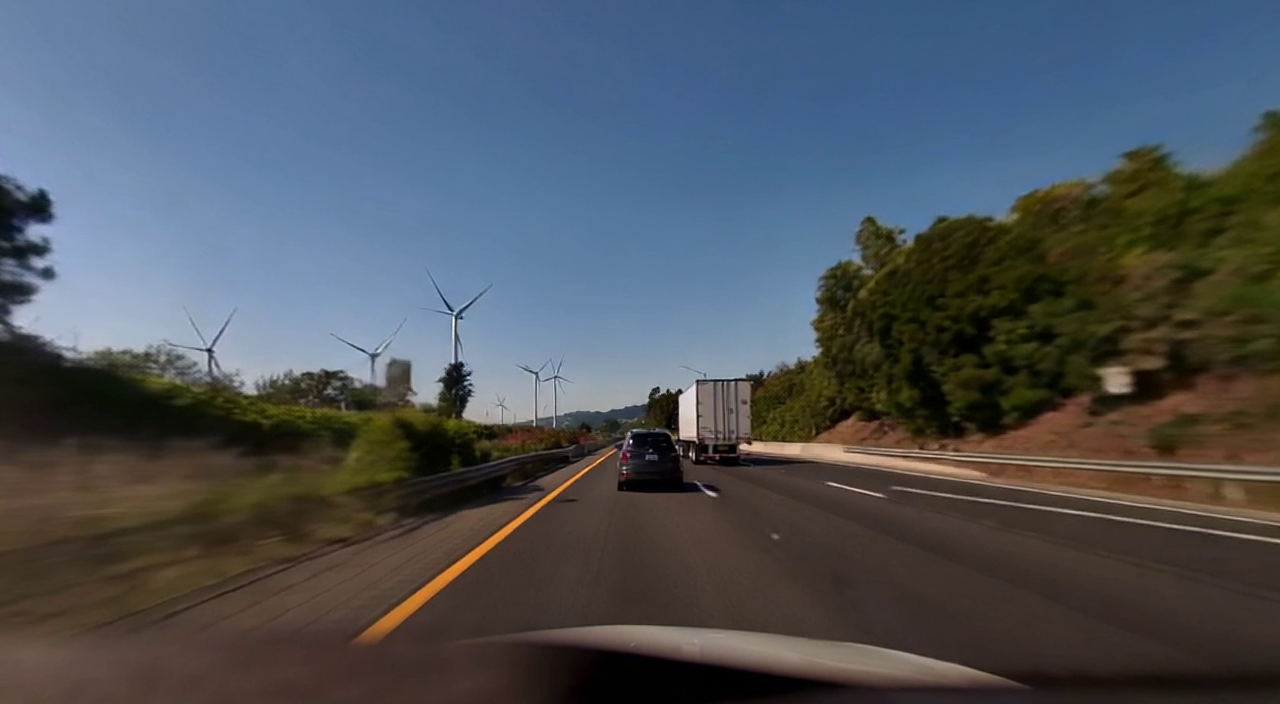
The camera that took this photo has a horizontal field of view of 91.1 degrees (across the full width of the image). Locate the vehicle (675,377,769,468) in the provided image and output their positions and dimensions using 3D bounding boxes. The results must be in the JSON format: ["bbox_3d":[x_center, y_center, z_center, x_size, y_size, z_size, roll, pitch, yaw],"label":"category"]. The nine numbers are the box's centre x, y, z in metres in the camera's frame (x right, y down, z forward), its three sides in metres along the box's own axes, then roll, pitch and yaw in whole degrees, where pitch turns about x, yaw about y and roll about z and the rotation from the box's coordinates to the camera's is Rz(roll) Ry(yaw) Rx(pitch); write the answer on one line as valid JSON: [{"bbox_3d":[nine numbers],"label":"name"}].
[{"bbox_3d":[4.108,4.155,35.884,3.129,4.126,14.913,0,-8,-1],"label":"vehicle"}]

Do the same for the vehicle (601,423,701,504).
[{"bbox_3d":[0.158,2.561,15.037,2.038,1.624,4.312,0,-8,-2],"label":"vehicle"}]
